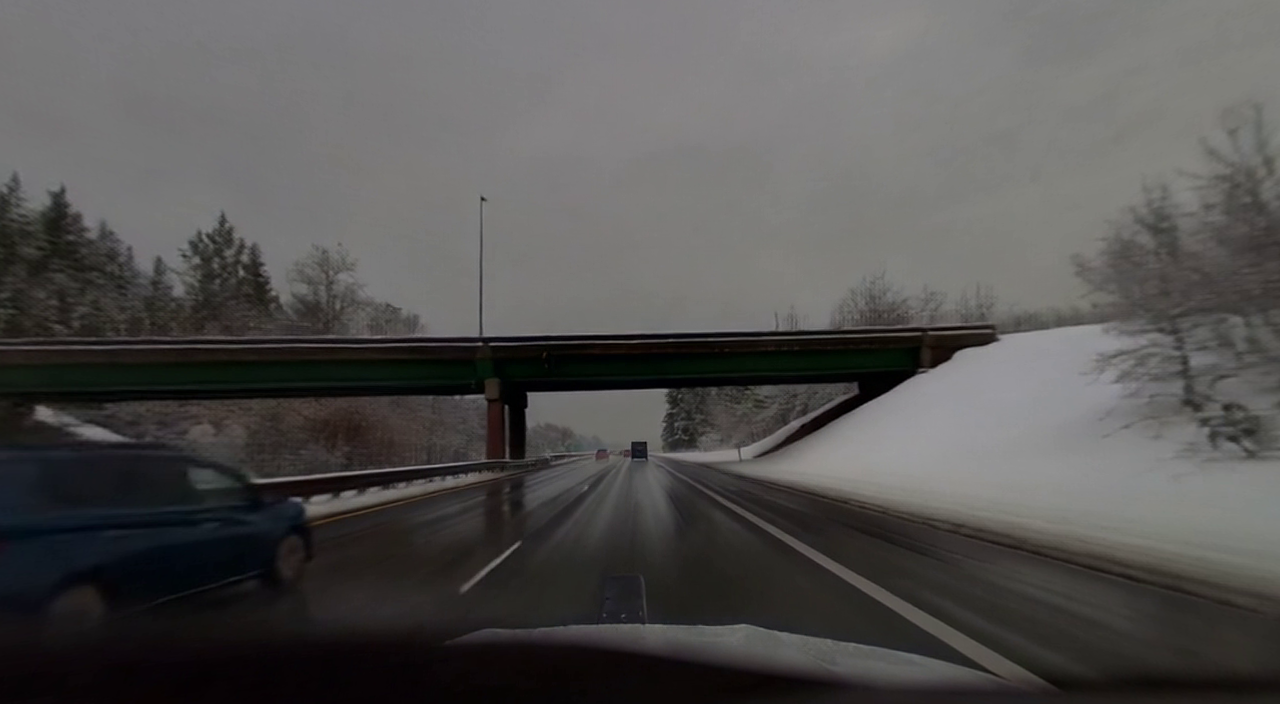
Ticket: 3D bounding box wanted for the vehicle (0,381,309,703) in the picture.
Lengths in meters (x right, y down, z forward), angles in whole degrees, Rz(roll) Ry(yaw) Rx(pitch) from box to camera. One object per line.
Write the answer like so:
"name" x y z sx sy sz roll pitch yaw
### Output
"vehicle" -4.111 1.038 3.485 2.076 1.637 4.526 0 -9 0
